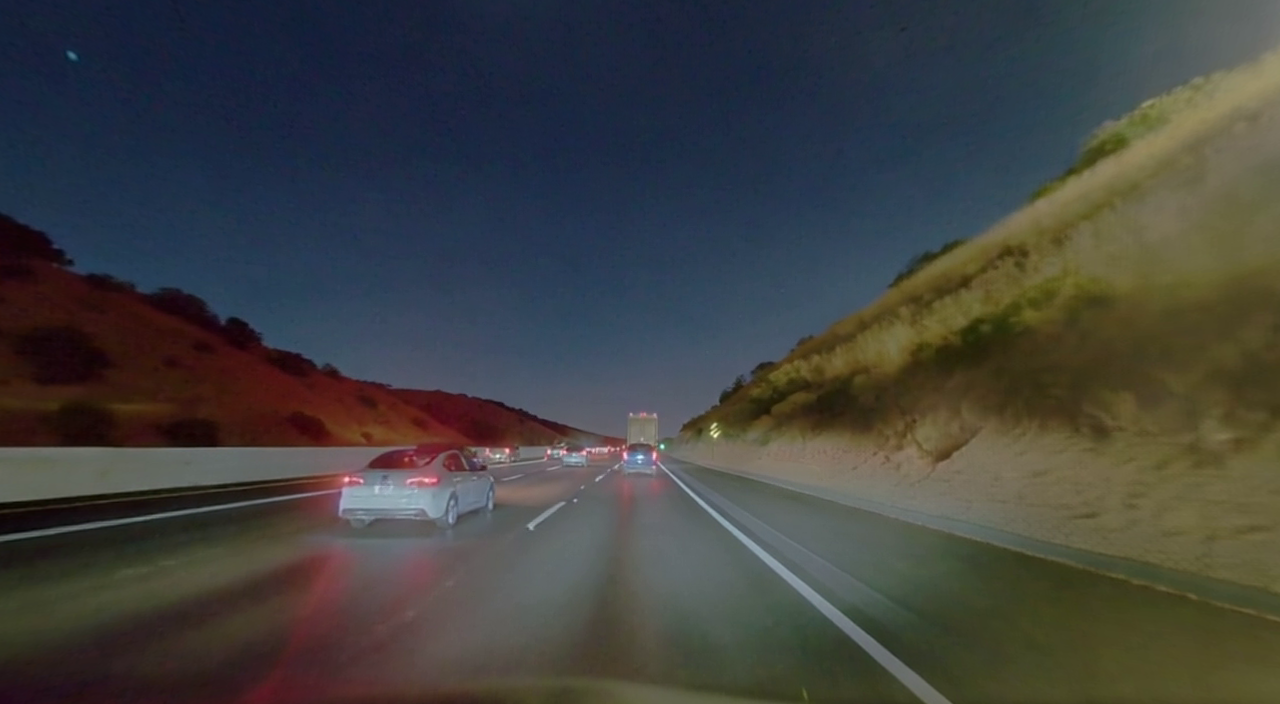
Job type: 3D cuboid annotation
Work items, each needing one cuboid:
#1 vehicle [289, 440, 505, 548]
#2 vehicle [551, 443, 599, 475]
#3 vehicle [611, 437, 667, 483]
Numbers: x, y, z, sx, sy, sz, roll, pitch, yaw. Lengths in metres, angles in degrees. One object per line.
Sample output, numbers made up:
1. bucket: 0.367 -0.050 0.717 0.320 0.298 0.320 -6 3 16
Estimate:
1. vehicle: -3.911 2.332 11.167 1.943 1.468 4.547 1 -8 1
2. vehicle: -3.596 6.031 35.696 2.155 1.661 4.477 1 -8 1
3. vehicle: -0.046 4.713 27.809 2.281 1.795 4.297 1 -8 0
